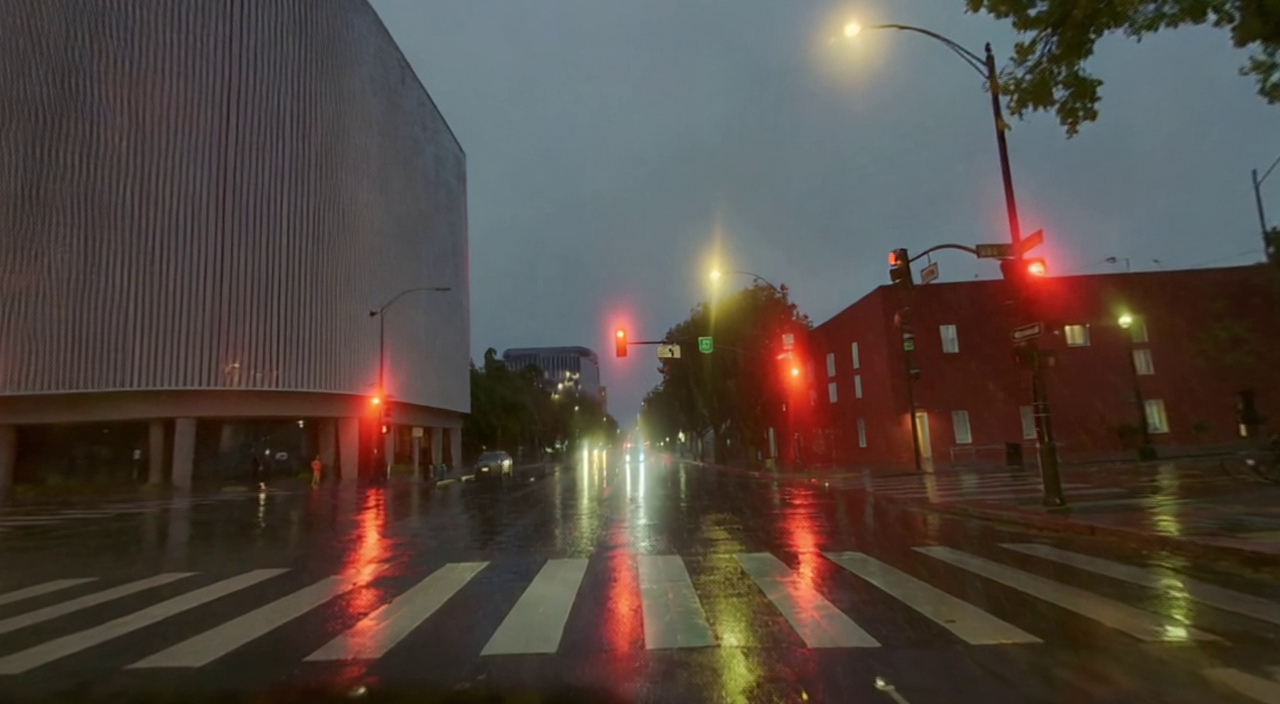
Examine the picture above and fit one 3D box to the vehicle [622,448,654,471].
[{"bbox_3d":[-0.073,7.605,44.913,2.088,1.452,4.833,-1,-8,2],"label":"vehicle"}]
